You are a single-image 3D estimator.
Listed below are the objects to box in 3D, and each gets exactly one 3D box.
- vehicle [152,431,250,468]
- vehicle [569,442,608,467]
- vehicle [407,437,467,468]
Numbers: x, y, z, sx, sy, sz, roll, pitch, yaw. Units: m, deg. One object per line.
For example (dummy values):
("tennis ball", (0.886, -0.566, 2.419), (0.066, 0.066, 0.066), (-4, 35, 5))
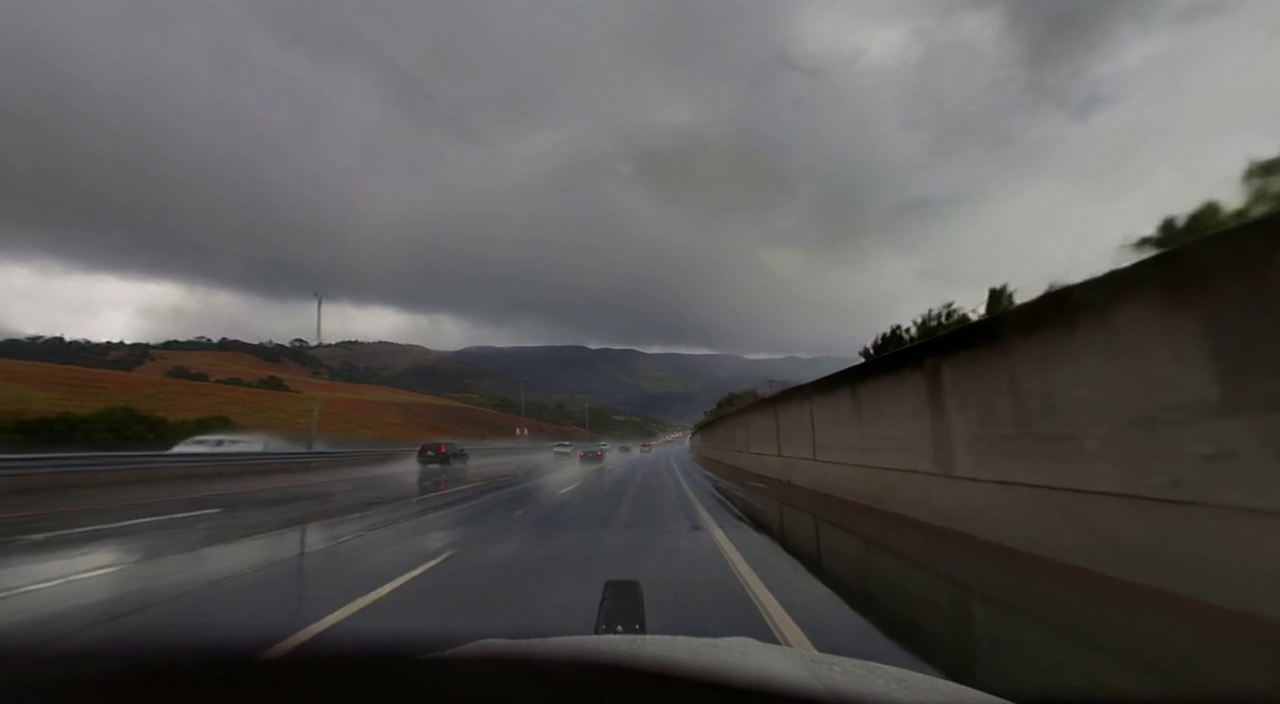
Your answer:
("vehicle", (-32.697, 7.289, 47.351), (2.219, 2.546, 6.742), (-1, -8, 2))
("vehicle", (-3.149, 6.353, 39.374), (1.931, 1.492, 4.076), (0, -8, 2))
("vehicle", (-12.676, 6.292, 39.769), (2.076, 1.766, 4.831), (0, -8, 2))
